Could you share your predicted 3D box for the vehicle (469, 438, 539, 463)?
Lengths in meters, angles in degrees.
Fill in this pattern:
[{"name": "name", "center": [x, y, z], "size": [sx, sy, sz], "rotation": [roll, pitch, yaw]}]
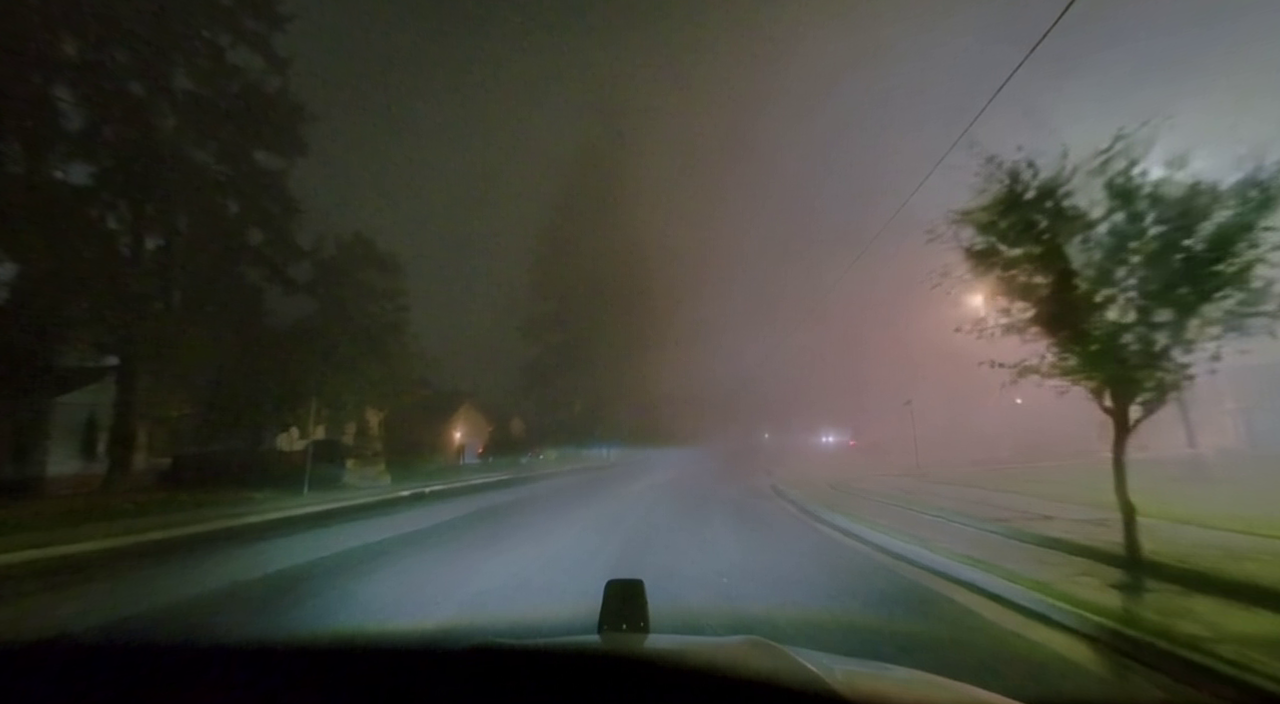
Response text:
[{"name": "vehicle", "center": [-9.232, 6.715, 42.978], "size": [4.485, 1.663, 2.111], "rotation": [2, -9, -12]}]
